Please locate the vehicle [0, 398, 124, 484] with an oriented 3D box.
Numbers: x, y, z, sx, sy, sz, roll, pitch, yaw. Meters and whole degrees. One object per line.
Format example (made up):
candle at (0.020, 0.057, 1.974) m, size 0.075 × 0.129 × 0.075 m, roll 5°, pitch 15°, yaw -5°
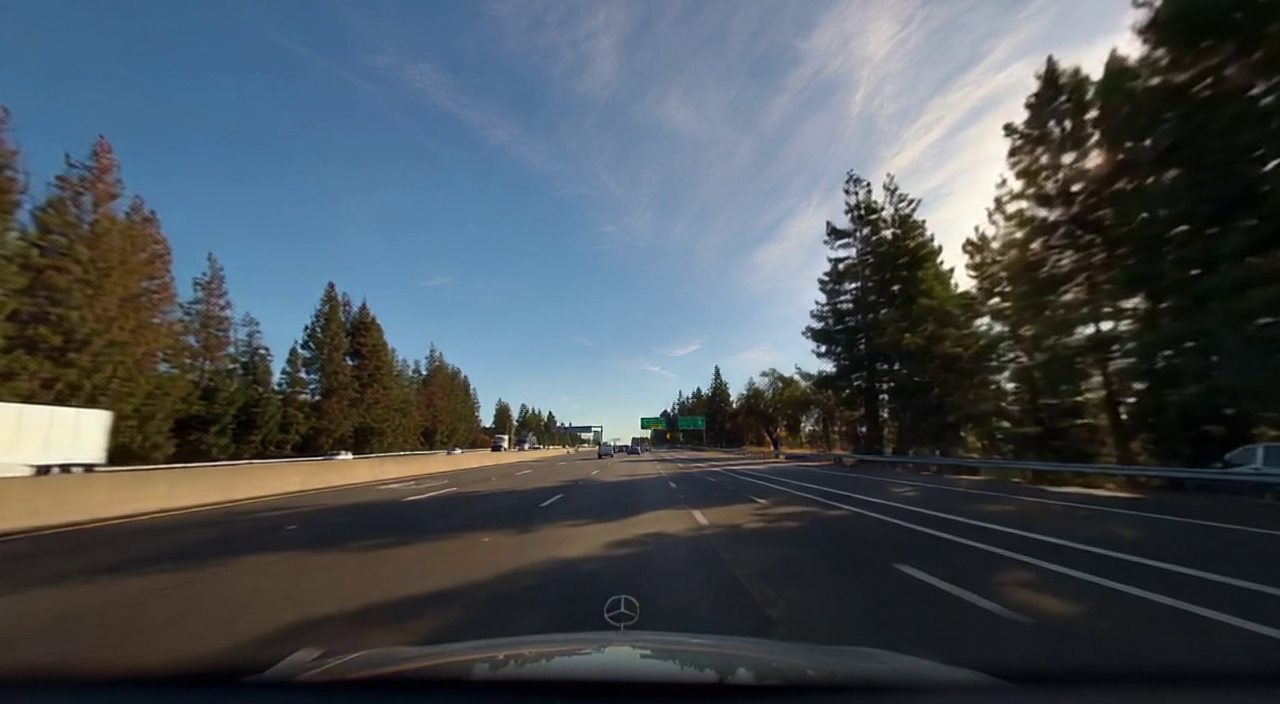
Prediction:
vehicle at (-29.744, 4.300, 30.277) m, size 2.850 × 3.745 × 8.468 m, roll 0°, pitch -9°, yaw -2°
